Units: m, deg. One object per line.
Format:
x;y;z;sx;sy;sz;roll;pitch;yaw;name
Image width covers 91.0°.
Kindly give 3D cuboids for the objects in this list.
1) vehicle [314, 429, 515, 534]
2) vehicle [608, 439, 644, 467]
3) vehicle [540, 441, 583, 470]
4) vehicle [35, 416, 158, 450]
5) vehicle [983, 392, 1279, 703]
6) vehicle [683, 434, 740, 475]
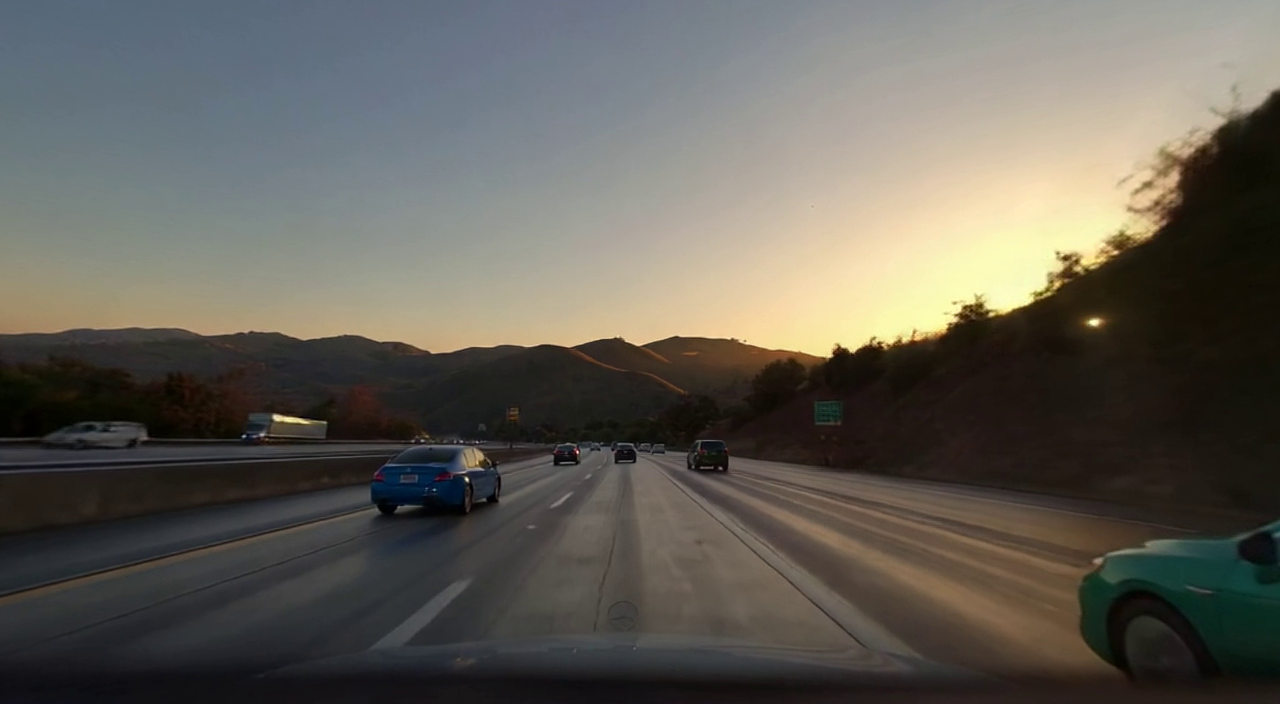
-3.735;2.220;11.383;1.993;1.500;4.248;0;-9;1;vehicle
-0.836;6.266;39.175;2.147;1.572;4.094;0;-9;0;vehicle
-4.160;5.568;33.931;1.796;1.464;3.839;0;-9;0;vehicle
-31.496;4.794;36.839;1.999;1.766;5.898;0;-9;-1;vehicle
3.391;0.848;1.839;2.136;1.511;4.706;0;-9;0;vehicle
3.402;5.009;30.899;2.222;1.820;4.733;0;-9;-1;vehicle
